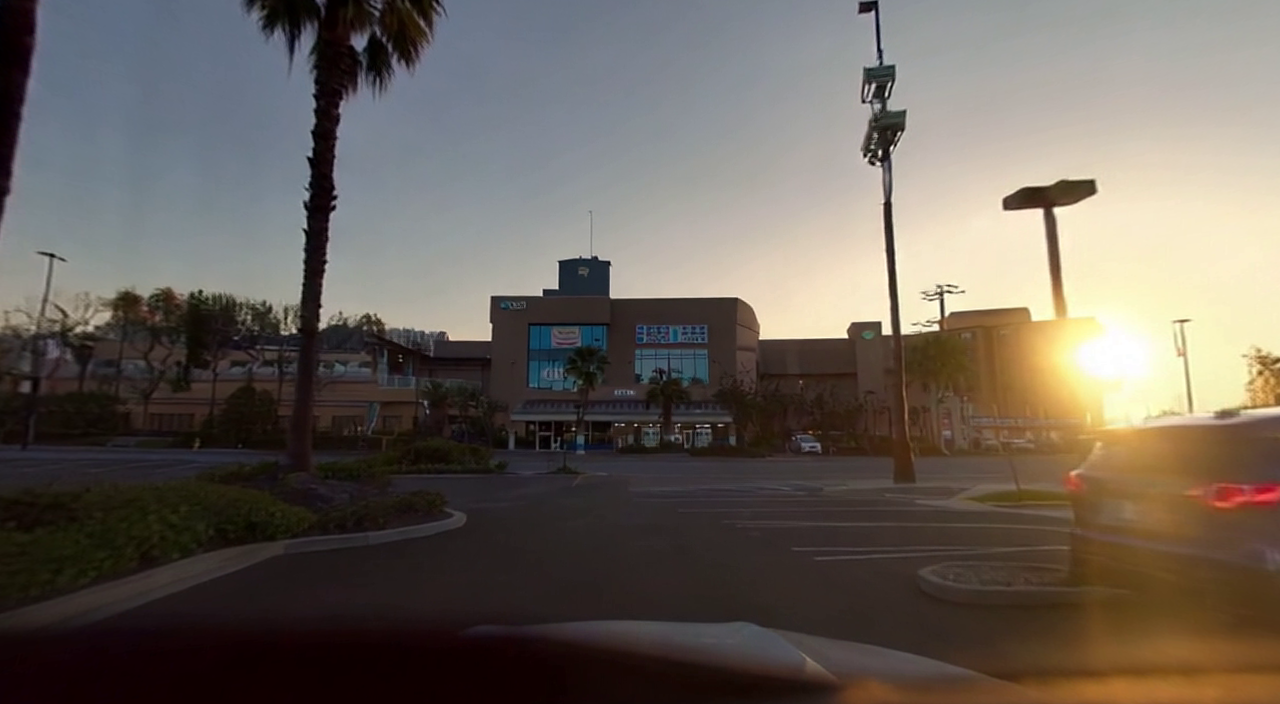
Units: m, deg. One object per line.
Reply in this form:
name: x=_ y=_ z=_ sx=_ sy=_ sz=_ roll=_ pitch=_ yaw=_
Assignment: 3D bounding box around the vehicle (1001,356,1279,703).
vehicle: x=5.421 y=1.105 z=4.350 sx=4.560 sy=1.818 sz=2.148 roll=1 pitch=-8 yaw=-4
